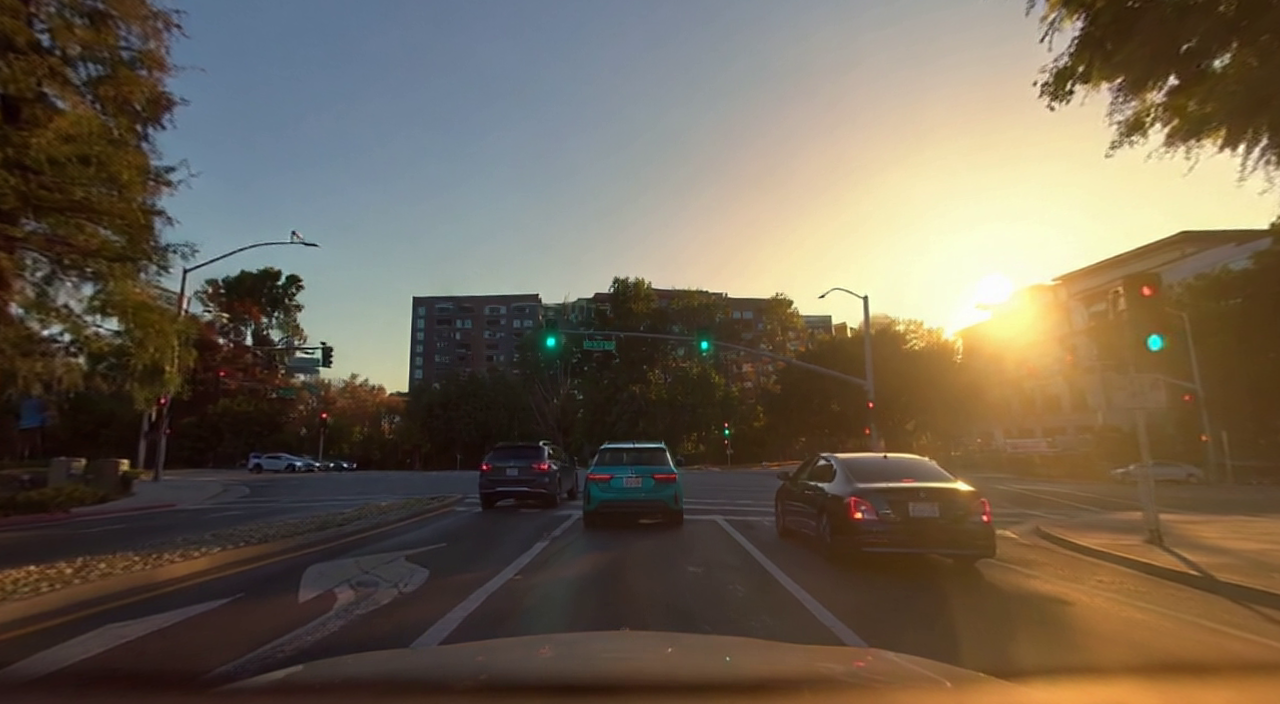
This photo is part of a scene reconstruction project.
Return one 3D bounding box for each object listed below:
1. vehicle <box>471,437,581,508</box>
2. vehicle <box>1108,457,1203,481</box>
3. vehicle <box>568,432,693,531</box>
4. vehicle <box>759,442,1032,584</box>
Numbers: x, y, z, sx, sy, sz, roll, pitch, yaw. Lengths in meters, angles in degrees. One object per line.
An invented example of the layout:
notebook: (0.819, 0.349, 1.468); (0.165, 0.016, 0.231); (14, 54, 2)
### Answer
vehicle: (-2.875, 3.125, 16.761); (1.987, 1.633, 4.005); (0, -9, 3)
vehicle: (36.650, 8.308, 44.720); (4.705, 1.631, 2.053); (-1, -9, 10)
vehicle: (-0.136, 2.520, 12.828); (2.108, 1.654, 4.235); (0, -9, 1)
vehicle: (3.134, 2.049, 8.959); (2.056, 1.468, 4.520); (0, -9, 1)
